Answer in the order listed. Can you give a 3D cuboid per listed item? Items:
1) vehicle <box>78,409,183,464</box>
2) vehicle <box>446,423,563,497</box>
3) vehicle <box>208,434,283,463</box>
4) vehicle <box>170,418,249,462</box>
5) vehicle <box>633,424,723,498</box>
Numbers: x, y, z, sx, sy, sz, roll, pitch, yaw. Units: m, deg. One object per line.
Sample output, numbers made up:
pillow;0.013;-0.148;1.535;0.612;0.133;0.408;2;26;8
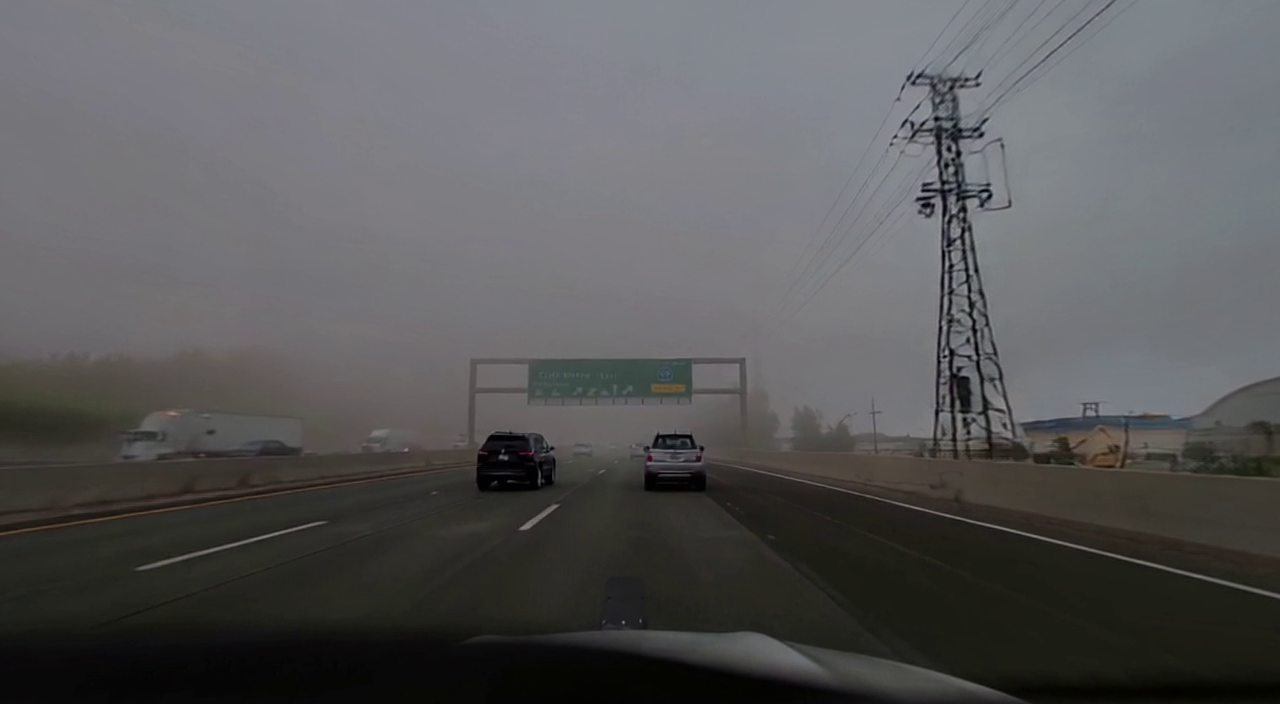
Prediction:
vehicle;-35.688;5.951;44.413;3.285;3.567;4.773;-1;-8;-1
vehicle;-3.540;2.922;17.445;2.125;1.764;4.393;0;-8;1
vehicle;-22.993;5.638;36.936;1.964;1.561;3.688;0;-8;1
vehicle;-31.894;6.555;46.917;2.867;3.154;4.023;0;-8;-1
vehicle;0.941;2.883;16.973;2.134;1.733;4.049;0;-8;1
